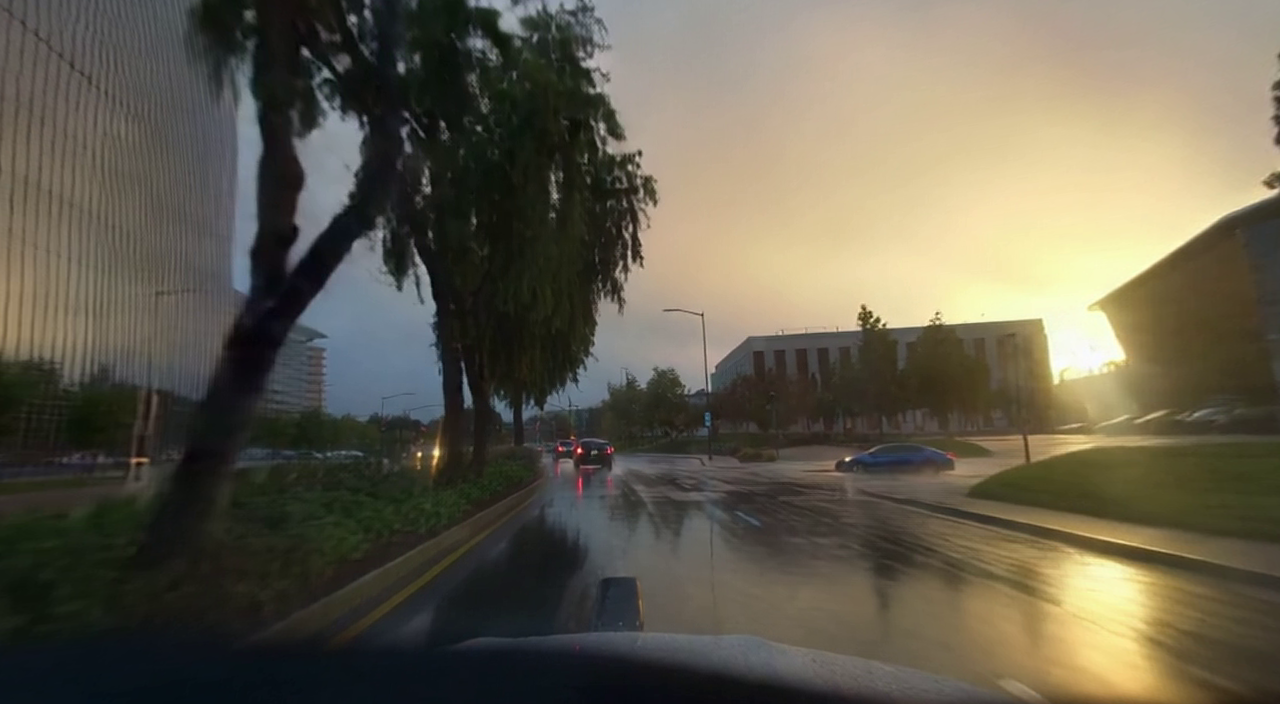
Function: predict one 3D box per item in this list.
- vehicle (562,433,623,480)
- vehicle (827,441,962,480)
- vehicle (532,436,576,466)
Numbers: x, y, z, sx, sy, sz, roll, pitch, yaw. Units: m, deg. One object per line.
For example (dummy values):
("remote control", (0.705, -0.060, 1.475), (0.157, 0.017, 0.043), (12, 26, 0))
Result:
("vehicle", (-1.865, 4.064, 24.818), (2.183, 1.675, 4.319), (1, -8, -4))
("vehicle", (10.295, 4.419, 25.819), (4.645, 1.505, 2.100), (-1, -8, 5))
("vehicle", (-5.374, 6.089, 38.993), (2.121, 1.728, 4.161), (2, -9, -15))
